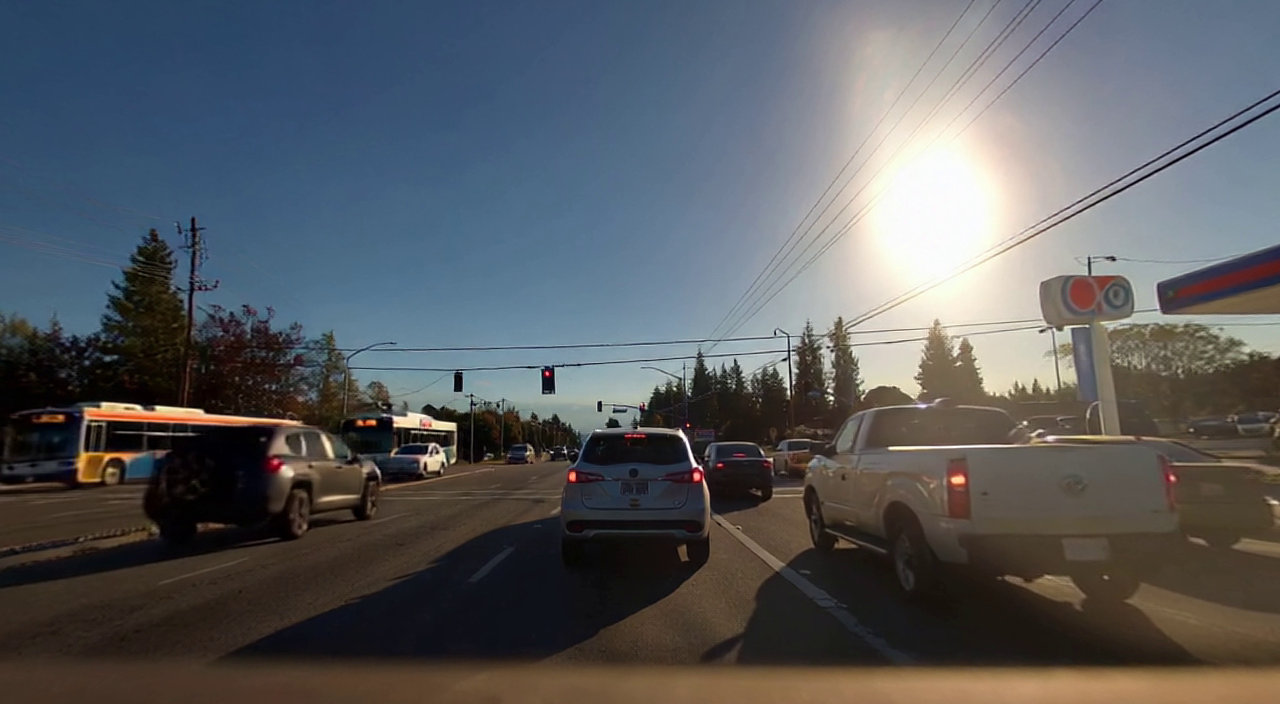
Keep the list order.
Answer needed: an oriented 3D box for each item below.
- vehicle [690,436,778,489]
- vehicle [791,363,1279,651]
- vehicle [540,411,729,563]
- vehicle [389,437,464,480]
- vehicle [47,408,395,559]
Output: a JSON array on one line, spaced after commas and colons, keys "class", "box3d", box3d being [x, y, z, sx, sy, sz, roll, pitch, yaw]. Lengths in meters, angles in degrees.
[{"class": "vehicle", "box3d": [2.862, 3.501, 20.353, 2.040, 1.481, 4.407, 0, -9, -2]}, {"class": "vehicle", "box3d": [3.064, 1.284, 6.195, 2.049, 1.813, 4.245, 0, -9, -1]}, {"class": "vehicle", "box3d": [-0.107, 1.803, 9.112, 2.087, 1.677, 4.053, 0, -9, -1]}, {"class": "vehicle", "box3d": [-10.395, 5.174, 31.082, 2.163, 1.812, 4.686, -3, -8, -1]}, {"class": "vehicle", "box3d": [-5.994, 1.946, 10.119, 2.190, 1.795, 4.993, 0, -9, -1]}]
